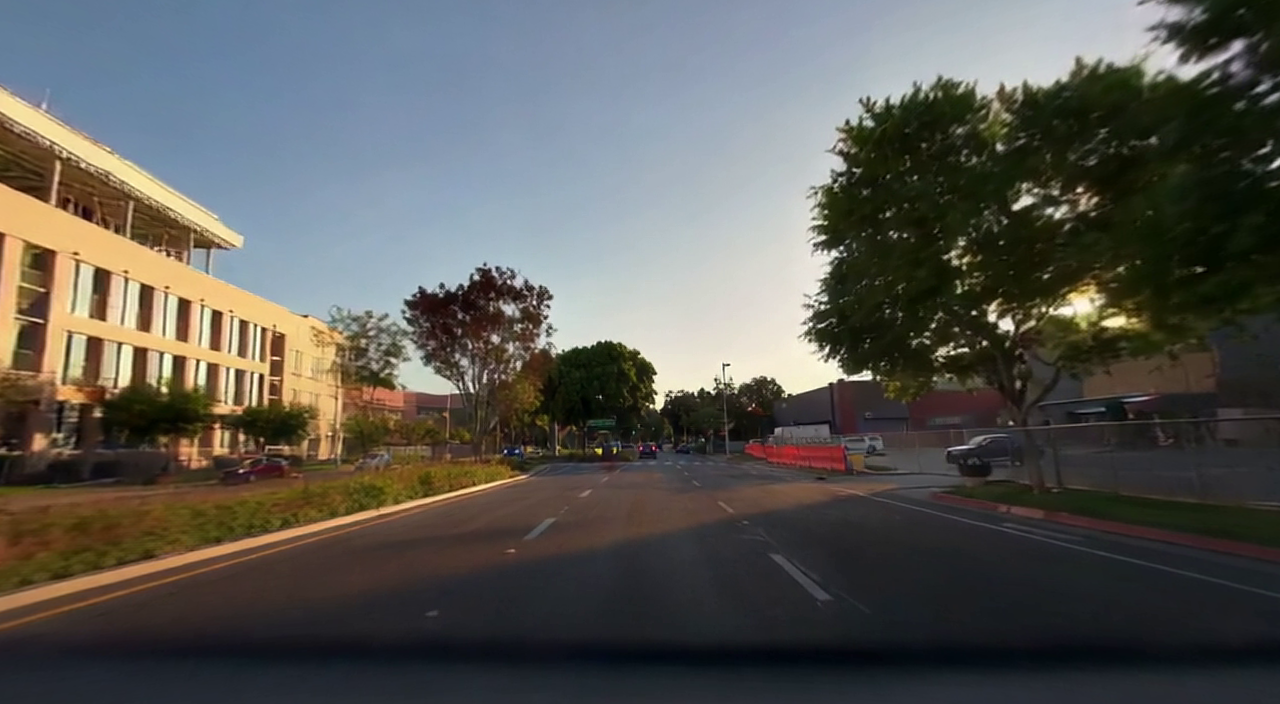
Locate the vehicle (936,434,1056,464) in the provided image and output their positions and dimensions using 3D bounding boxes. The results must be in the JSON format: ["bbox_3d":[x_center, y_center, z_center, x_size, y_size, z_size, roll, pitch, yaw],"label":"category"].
[{"bbox_3d":[17.967,4.931,32.011,4.813,1.464,2.073,0,-9,-1],"label":"vehicle"}]

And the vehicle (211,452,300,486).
[{"bbox_3d":[-22.559,6.851,37.259,2.067,1.743,5.056,0,-8,-1],"label":"vehicle"}]
